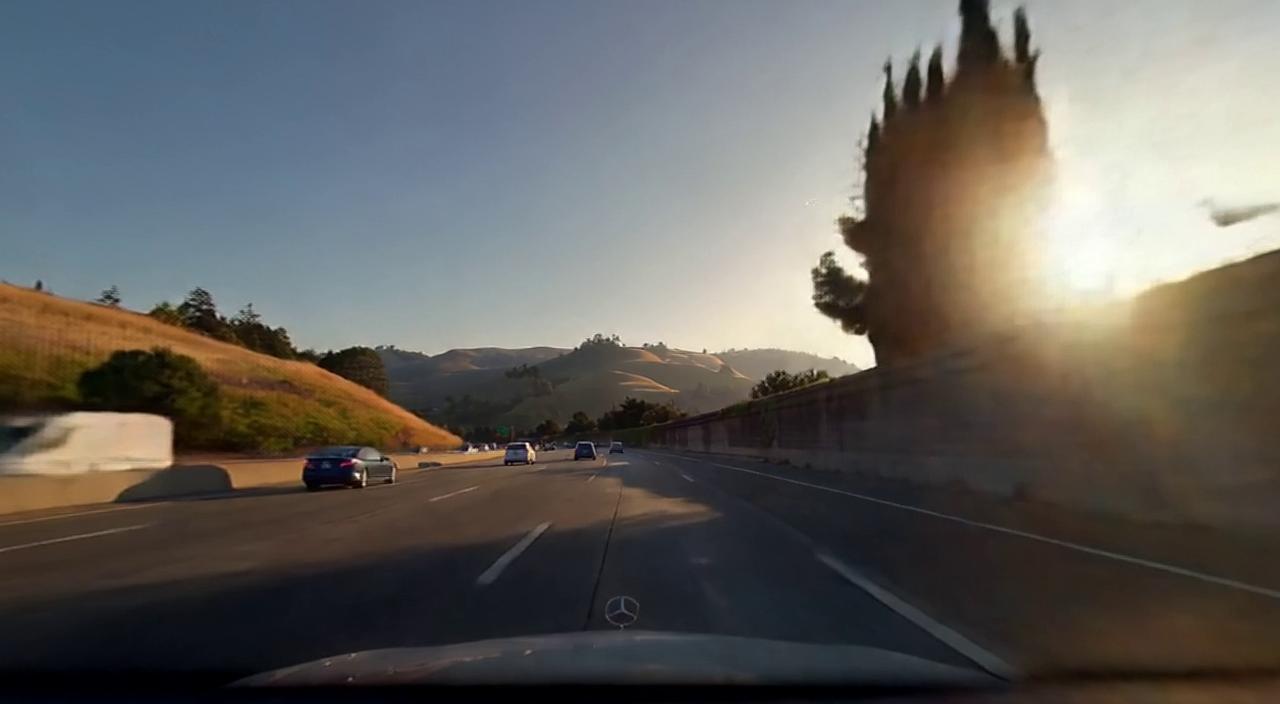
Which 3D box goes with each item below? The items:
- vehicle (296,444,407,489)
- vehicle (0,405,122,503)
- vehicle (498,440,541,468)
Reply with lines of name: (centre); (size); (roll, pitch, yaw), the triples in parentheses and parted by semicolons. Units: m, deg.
vehicle: (-10.564, 4.206, 23.570); (1.949, 1.475, 4.740); (0, -9, -1)
vehicle: (-17.817, 2.780, 17.226); (2.308, 2.505, 5.849); (0, -9, 0)
vehicle: (-7.990, 6.829, 42.383); (2.074, 1.768, 4.805); (0, -9, -1)
